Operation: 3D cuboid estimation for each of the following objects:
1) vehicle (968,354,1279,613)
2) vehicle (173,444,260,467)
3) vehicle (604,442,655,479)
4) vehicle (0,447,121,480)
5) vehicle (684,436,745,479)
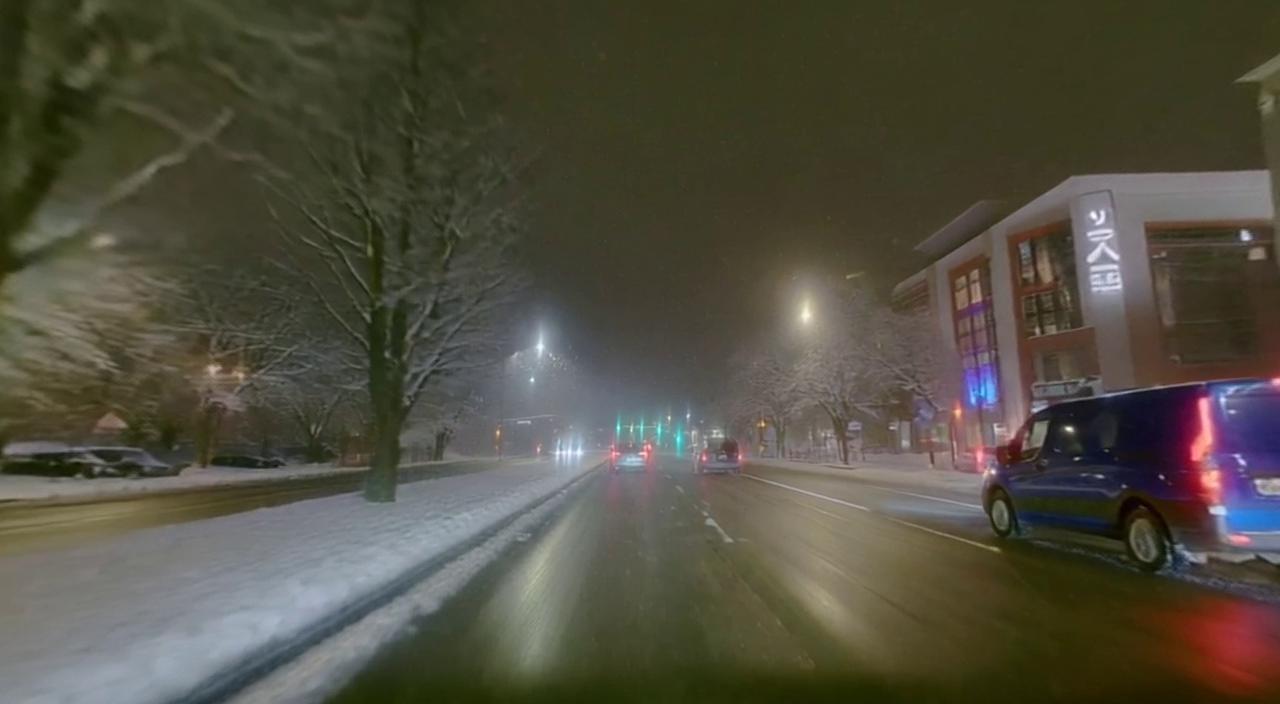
[{"bbox_3d":[6.576,1.386,7.247,2.573,2.127,5.568,0,-8,0],"label":"vehicle"},{"bbox_3d":[-29.920,7.350,44.714,4.761,1.522,1.968,-2,-10,4],"label":"vehicle"},{"bbox_3d":[-0.449,4.714,27.715,2.095,1.456,3.873,0,-8,-1],"label":"vehicle"},{"bbox_3d":[-28.976,5.531,31.721,1.877,1.455,4.629,-1,-8,0],"label":"vehicle"},{"bbox_3d":[3.113,4.534,27.401,2.047,1.711,4.265,0,-8,-1],"label":"vehicle"}]
